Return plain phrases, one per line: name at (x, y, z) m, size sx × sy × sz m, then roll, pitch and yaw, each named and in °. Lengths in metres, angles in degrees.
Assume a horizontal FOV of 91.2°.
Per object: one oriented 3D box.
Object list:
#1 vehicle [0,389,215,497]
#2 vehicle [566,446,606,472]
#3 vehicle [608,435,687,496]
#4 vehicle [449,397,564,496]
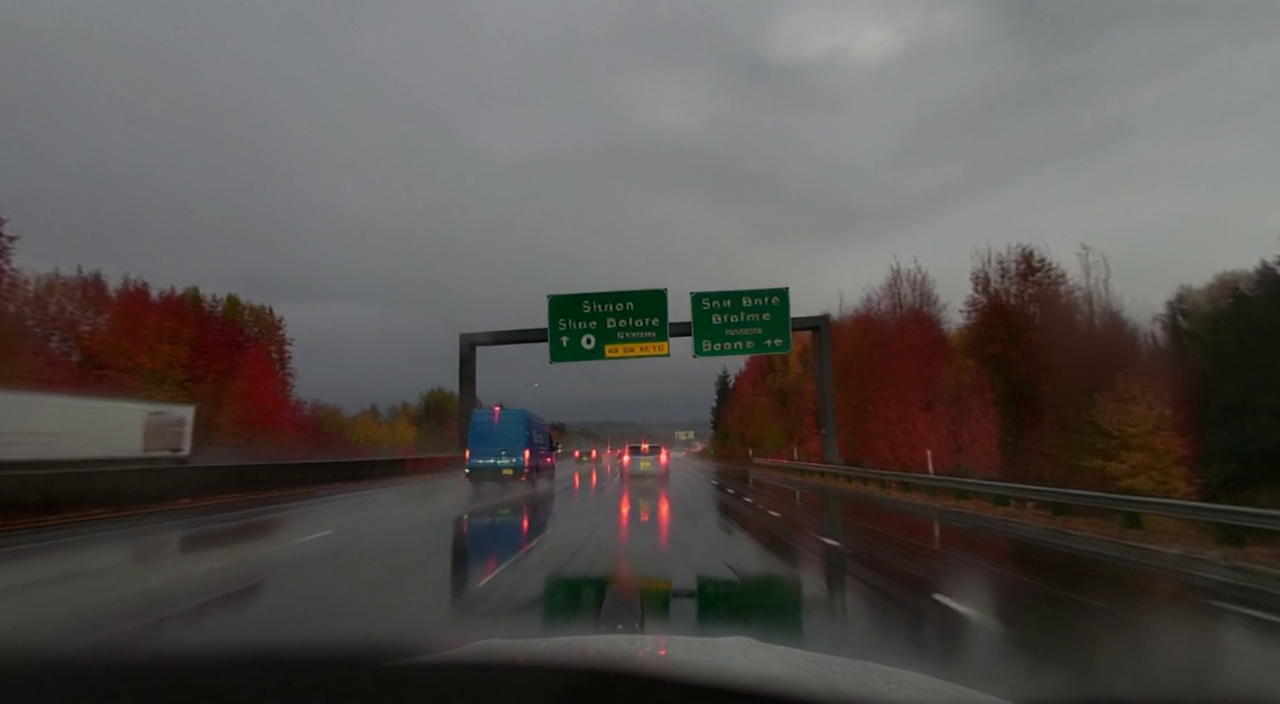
vehicle at (-25.614, 4.092, 28.134) m, size 2.906 × 4.059 × 14.158 m, roll 0°, pitch -8°, yaw 1°
vehicle at (-3.319, 6.682, 39.230) m, size 2.015 × 1.496 × 4.312 m, roll 0°, pitch -9°, yaw 1°
vehicle at (0.265, 3.484, 19.559) m, size 2.195 × 1.679 × 4.070 m, roll -1°, pitch -9°, yaw 1°
vehicle at (-4.015, 3.031, 20.125) m, size 2.275 × 2.692 × 5.810 m, roll 0°, pitch -9°, yaw 1°
